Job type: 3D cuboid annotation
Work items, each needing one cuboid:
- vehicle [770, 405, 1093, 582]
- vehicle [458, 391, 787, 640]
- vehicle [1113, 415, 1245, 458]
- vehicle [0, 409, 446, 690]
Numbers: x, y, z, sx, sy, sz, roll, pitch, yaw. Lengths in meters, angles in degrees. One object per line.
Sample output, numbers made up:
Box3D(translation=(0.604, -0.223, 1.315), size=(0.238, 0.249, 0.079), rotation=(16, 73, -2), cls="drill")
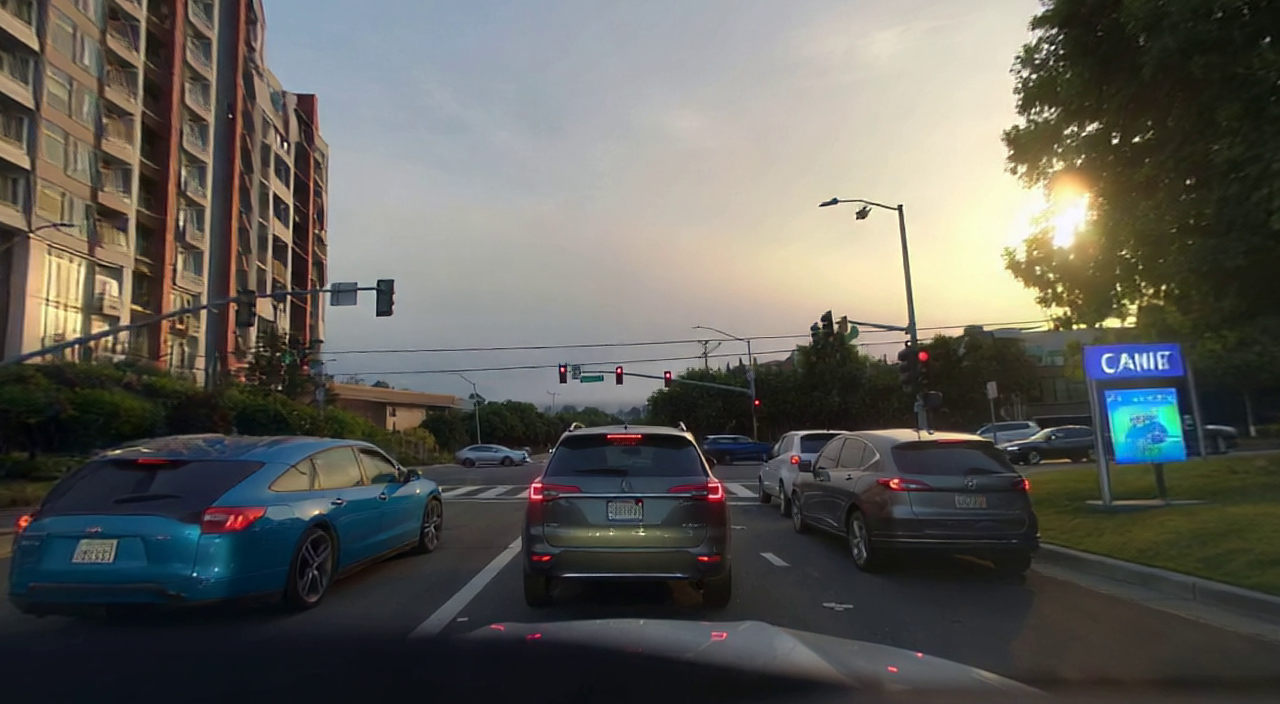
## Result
Box3D(translation=(3.211, 1.665, 8.254), size=(2.004, 1.646, 4.554), rotation=(0, -8, -1), cls="vehicle")
Box3D(translation=(-0.133, 1.413, 6.441), size=(2.195, 1.662, 4.262), rotation=(0, -8, 0), cls="vehicle")
Box3D(translation=(26.364, 4.154, 30.932), size=(4.583, 2.019, 2.147), rotation=(1, -9, -6), cls="vehicle")
Box3D(translation=(-3.549, 1.424, 5.829), size=(1.906, 1.524, 4.547), rotation=(0, -8, 2), cls="vehicle")
